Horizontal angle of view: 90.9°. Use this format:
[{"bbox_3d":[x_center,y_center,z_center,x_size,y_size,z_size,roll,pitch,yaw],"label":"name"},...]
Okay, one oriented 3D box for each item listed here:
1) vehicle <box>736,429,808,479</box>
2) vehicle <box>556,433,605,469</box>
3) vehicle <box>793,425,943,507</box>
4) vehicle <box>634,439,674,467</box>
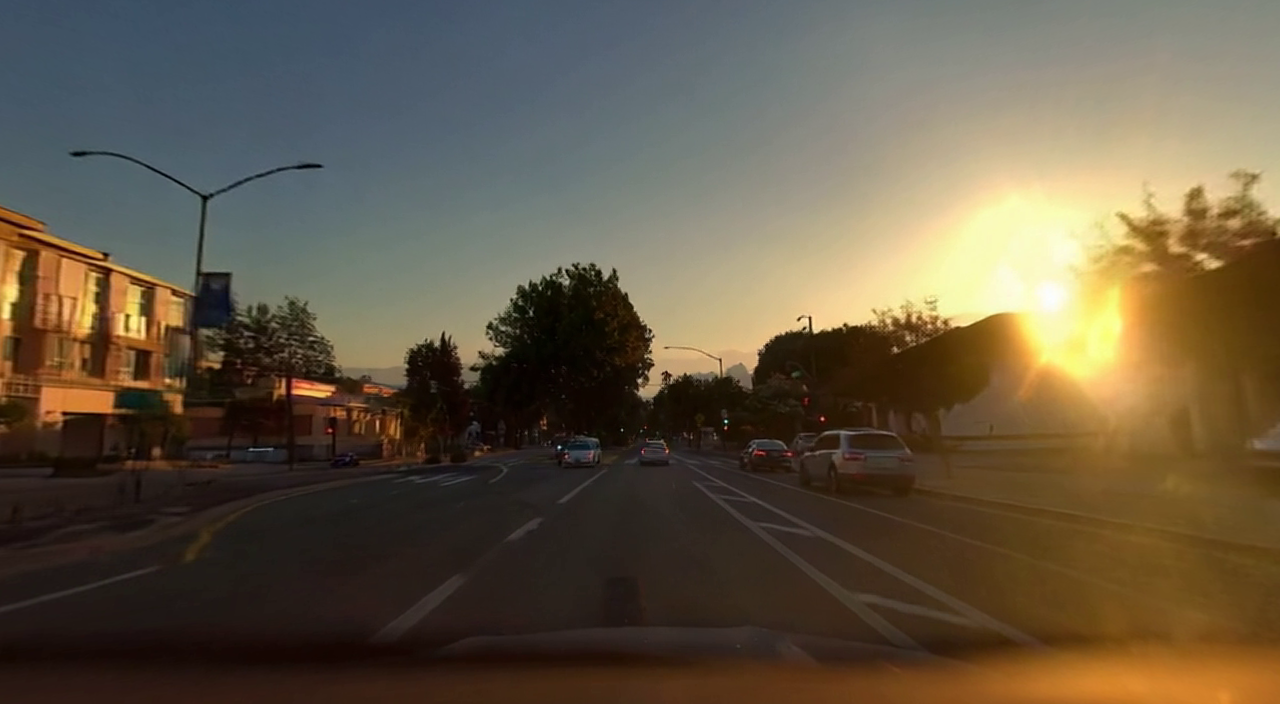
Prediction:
[{"bbox_3d":[5.809,4.495,28.365,2.112,1.966,4.642,-1,-7,-1],"label":"vehicle"},{"bbox_3d":[-3.067,5.260,33.506,2.150,1.779,4.423,0,-8,1],"label":"vehicle"},{"bbox_3d":[5.616,2.820,16.360,2.069,1.776,4.797,0,-7,0],"label":"vehicle"},{"bbox_3d":[0.719,5.602,35.061,2.075,1.480,3.920,0,-8,-1],"label":"vehicle"}]
